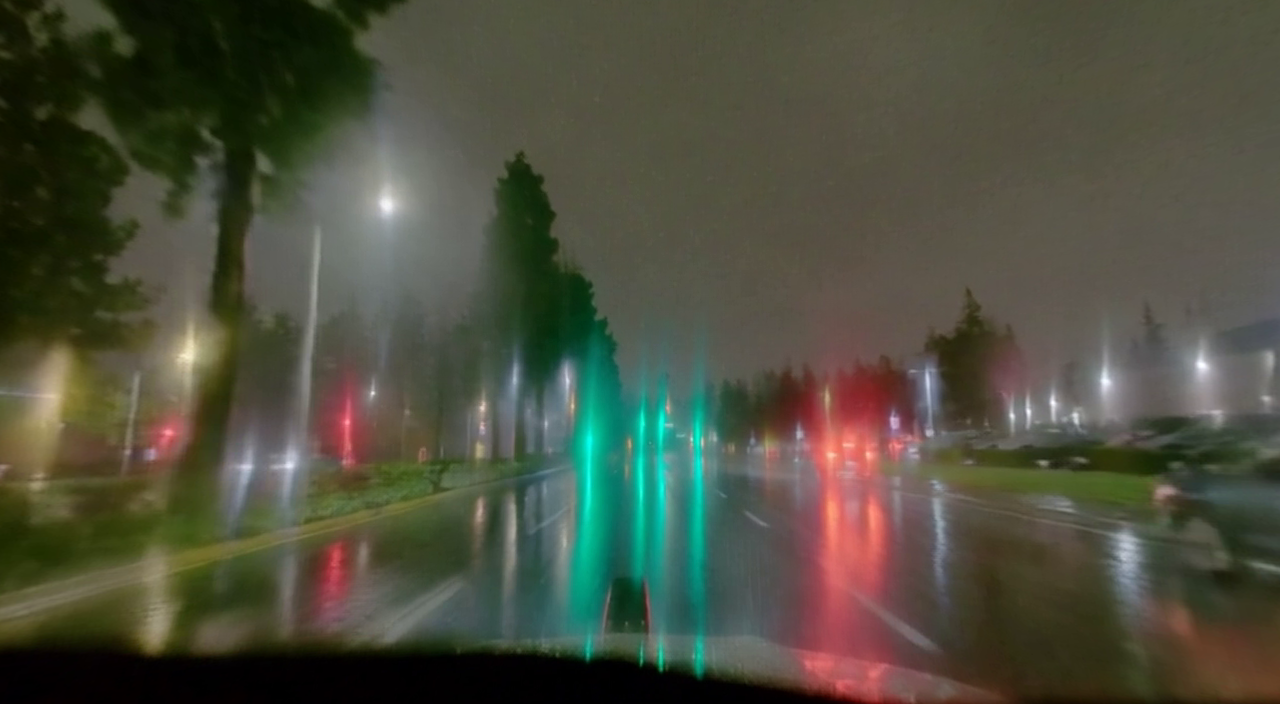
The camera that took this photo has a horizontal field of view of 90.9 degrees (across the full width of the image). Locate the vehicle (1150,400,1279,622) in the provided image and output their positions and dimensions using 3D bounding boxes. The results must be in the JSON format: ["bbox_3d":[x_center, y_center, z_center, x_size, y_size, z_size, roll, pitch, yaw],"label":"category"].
[{"bbox_3d":[7.068,1.317,4.774,2.157,2.057,4.994,0,-8,0],"label":"vehicle"}]

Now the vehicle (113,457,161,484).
[{"bbox_3d":[-35.662,8.332,44.627,4.285,1.747,2.044,-8,-12,44],"label":"vehicle"}]

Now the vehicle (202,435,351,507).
[{"bbox_3d":[-12.185,3.980,21.633,2.157,2.139,4.800,0,-8,0],"label":"vehicle"}]

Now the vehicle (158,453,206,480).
[{"bbox_3d":[-34.012,8.496,46.776,2.077,1.851,4.582,7,-13,-44],"label":"vehicle"}]

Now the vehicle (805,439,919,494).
[{"bbox_3d":[7.235,3.777,21.184,2.122,1.602,4.928,0,-8,1],"label":"vehicle"}]
